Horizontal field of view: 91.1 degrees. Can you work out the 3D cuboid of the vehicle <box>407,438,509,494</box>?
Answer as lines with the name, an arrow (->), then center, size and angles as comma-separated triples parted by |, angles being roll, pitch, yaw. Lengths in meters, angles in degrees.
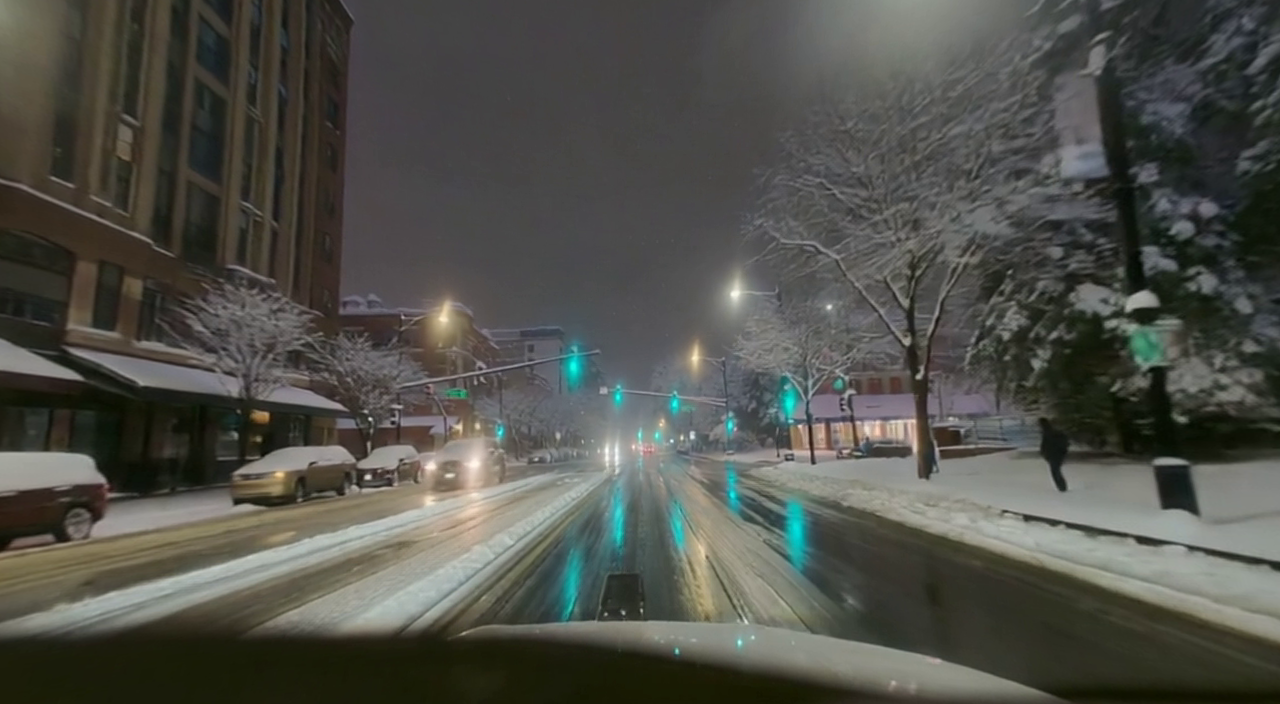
vehicle -> -6.044, 3.816, 21.461 | 2.128, 1.704, 4.343 | 0, -8, 1

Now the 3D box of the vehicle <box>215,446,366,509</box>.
vehicle -> -12.211, 4.363, 22.551 | 2.126, 1.963, 5.547 | 0, -8, 1

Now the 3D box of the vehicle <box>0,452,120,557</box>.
vehicle -> -12.341, 2.719, 11.123 | 2.075, 1.809, 4.804 | 0, -8, 0
